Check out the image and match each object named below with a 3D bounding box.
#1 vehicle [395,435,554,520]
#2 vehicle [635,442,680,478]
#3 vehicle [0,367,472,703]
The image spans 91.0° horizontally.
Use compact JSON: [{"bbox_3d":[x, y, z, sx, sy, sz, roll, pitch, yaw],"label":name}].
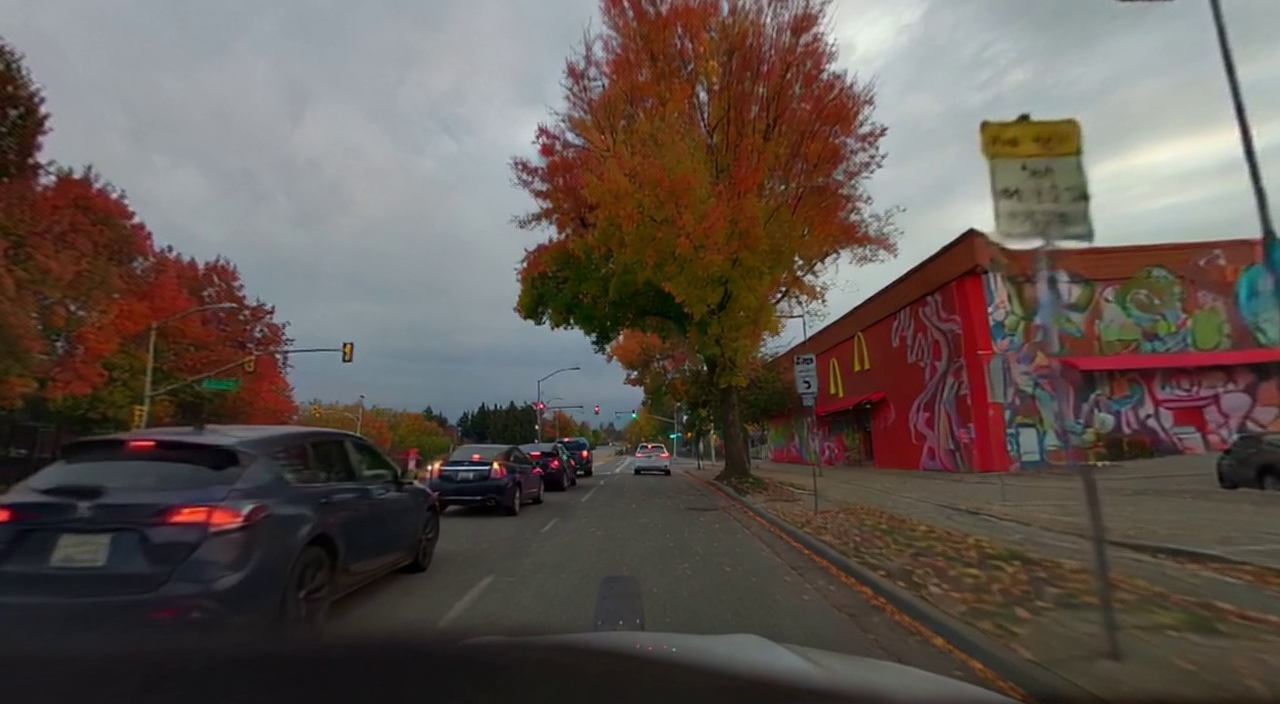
[{"bbox_3d":[-3.366,2.667,13.989,2.090,1.506,4.823,0,-9,1],"label":"vehicle"},{"bbox_3d":[0.824,5.455,32.047,2.144,1.704,4.028,0,-9,0],"label":"vehicle"},{"bbox_3d":[-3.108,1.233,5.073,2.165,1.663,4.513,0,-9,1],"label":"vehicle"}]
